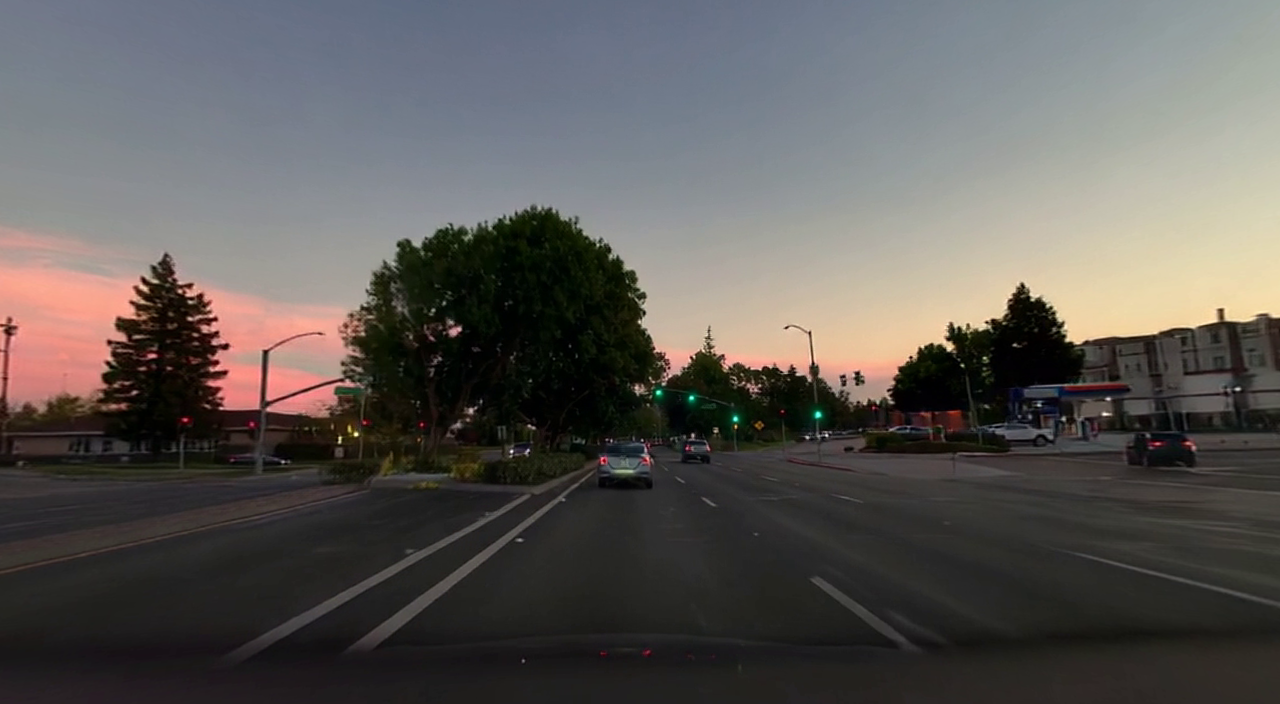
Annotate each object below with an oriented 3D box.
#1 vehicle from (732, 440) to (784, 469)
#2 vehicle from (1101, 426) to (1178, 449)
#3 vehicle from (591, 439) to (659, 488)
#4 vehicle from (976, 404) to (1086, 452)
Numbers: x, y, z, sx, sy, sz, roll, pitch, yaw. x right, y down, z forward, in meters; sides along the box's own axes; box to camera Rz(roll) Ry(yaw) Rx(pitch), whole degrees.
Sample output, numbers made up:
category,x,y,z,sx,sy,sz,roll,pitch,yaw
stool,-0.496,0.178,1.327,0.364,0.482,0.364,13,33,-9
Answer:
category,x,y,z,sx,sy,sz,roll,pitch,yaw
vehicle,6.308,5.549,34.326,1.890,1.489,4.396,0,-9,-1
vehicle,37.571,6.501,47.674,1.879,1.650,4.496,1,-9,-5
vehicle,-0.453,3.615,20.811,2.040,1.451,3.736,0,-9,0
vehicle,28.981,5.799,47.365,2.940,3.265,7.968,0,-9,-1
